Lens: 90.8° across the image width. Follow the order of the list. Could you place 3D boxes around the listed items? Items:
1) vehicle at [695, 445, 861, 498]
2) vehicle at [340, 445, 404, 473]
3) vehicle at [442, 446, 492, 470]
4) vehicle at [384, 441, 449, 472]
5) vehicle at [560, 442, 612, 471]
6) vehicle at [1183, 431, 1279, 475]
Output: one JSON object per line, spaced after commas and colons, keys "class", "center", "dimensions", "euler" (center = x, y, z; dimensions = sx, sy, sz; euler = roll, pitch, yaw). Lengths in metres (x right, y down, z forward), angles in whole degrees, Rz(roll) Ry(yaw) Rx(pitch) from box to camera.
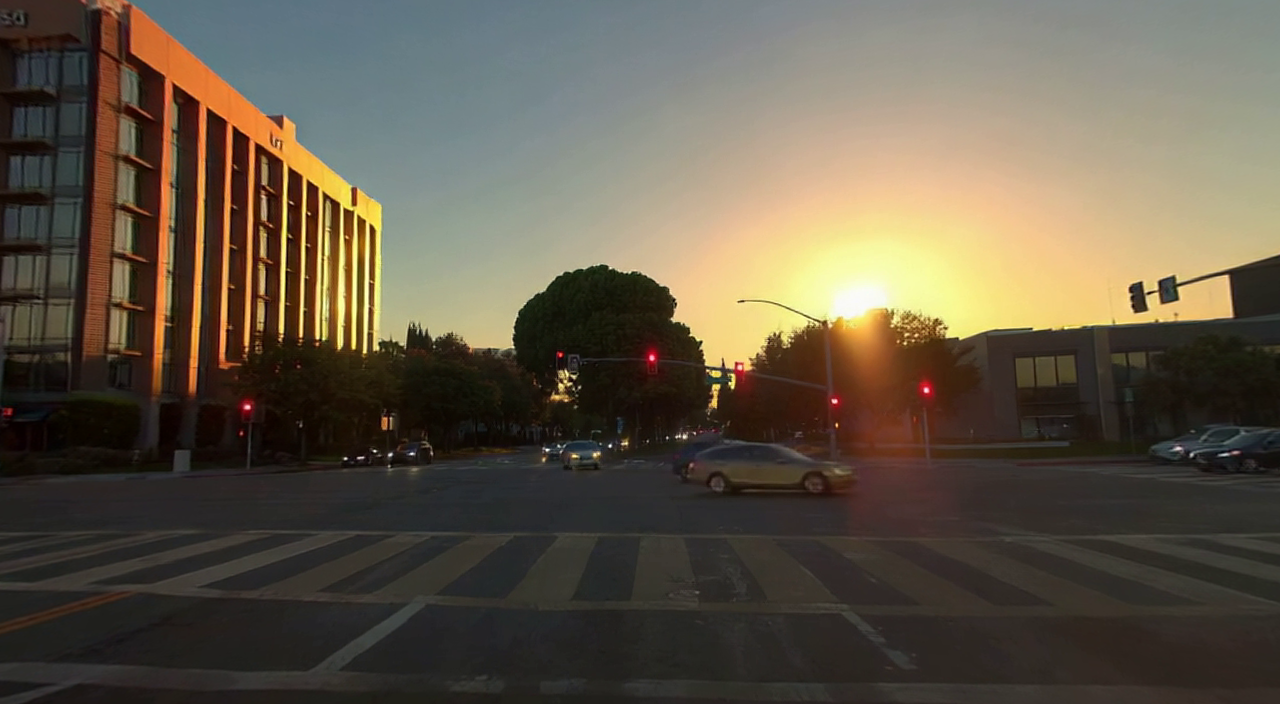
{"class": "vehicle", "center": [3.729, 3.173, 17.034], "dimensions": [4.093, 1.288, 1.910], "euler": [-4, -9, 20]}
{"class": "vehicle", "center": [-18.555, 7.411, 44.090], "dimensions": [2.237, 1.842, 5.116], "euler": [0, -9, 0]}
{"class": "vehicle", "center": [-11.646, 7.145, 42.812], "dimensions": [2.003, 1.476, 4.297], "euler": [-1, -9, 2]}
{"class": "vehicle", "center": [-15.143, 7.124, 43.232], "dimensions": [2.340, 1.946, 5.450], "euler": [-1, -9, 2]}
{"class": "vehicle", "center": [-3.037, 5.663, 34.552], "dimensions": [2.115, 1.445, 4.864], "euler": [2, -9, -14]}
{"class": "vehicle", "center": [22.319, 3.560, 22.361], "dimensions": [4.474, 1.477, 1.908], "euler": [0, -9, -3]}
